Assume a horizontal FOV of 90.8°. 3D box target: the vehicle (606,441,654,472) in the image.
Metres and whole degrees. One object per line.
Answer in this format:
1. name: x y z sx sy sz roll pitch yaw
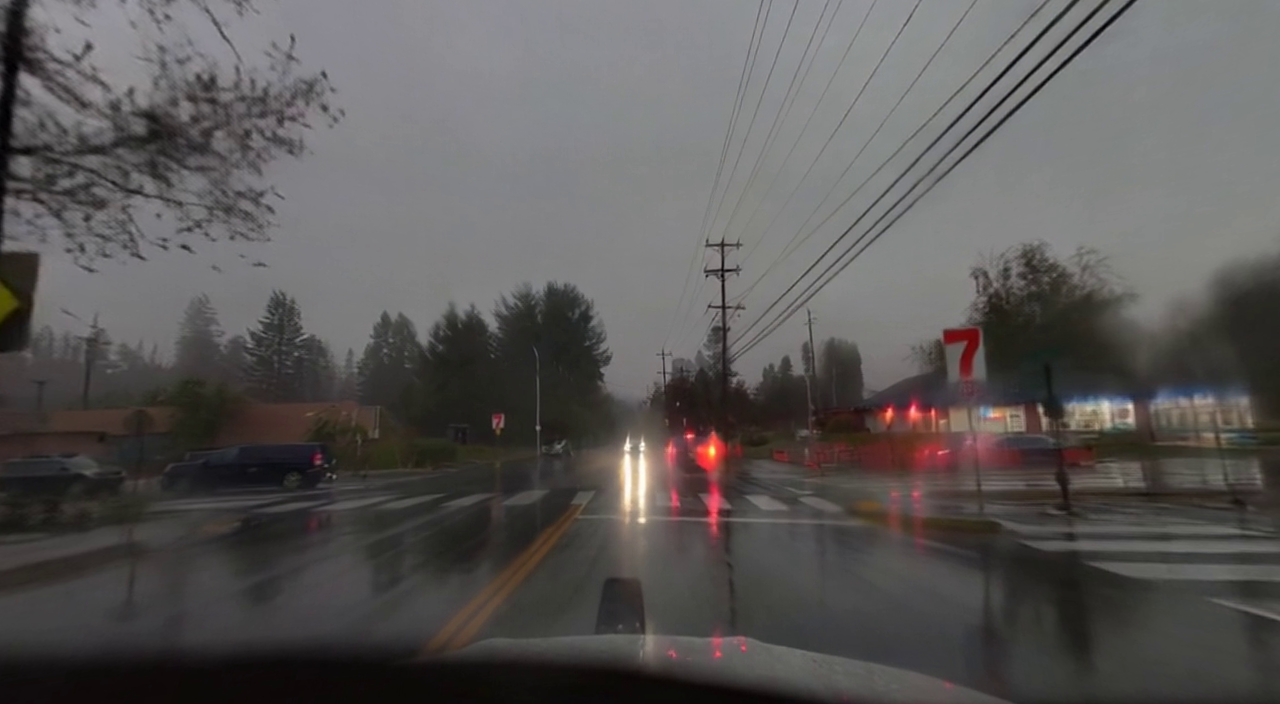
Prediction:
1. vehicle: -0.569 5.200 31.575 1.874 1.427 3.976 1 -9 -8

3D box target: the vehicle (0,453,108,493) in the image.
1. vehicle: -29.241 5.924 31.225 2.085 1.763 4.658 1 -9 -6

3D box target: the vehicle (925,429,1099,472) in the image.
1. vehicle: 13.037 3.485 22.396 4.872 1.400 1.955 -1 -9 3

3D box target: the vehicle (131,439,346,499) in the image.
1. vehicle: -13.826 4.052 22.147 5.866 1.904 2.197 1 -9 -6

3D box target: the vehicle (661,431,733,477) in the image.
1. vehicle: 2.455 4.643 28.993 2.553 1.868 5.536 0 -9 -2
